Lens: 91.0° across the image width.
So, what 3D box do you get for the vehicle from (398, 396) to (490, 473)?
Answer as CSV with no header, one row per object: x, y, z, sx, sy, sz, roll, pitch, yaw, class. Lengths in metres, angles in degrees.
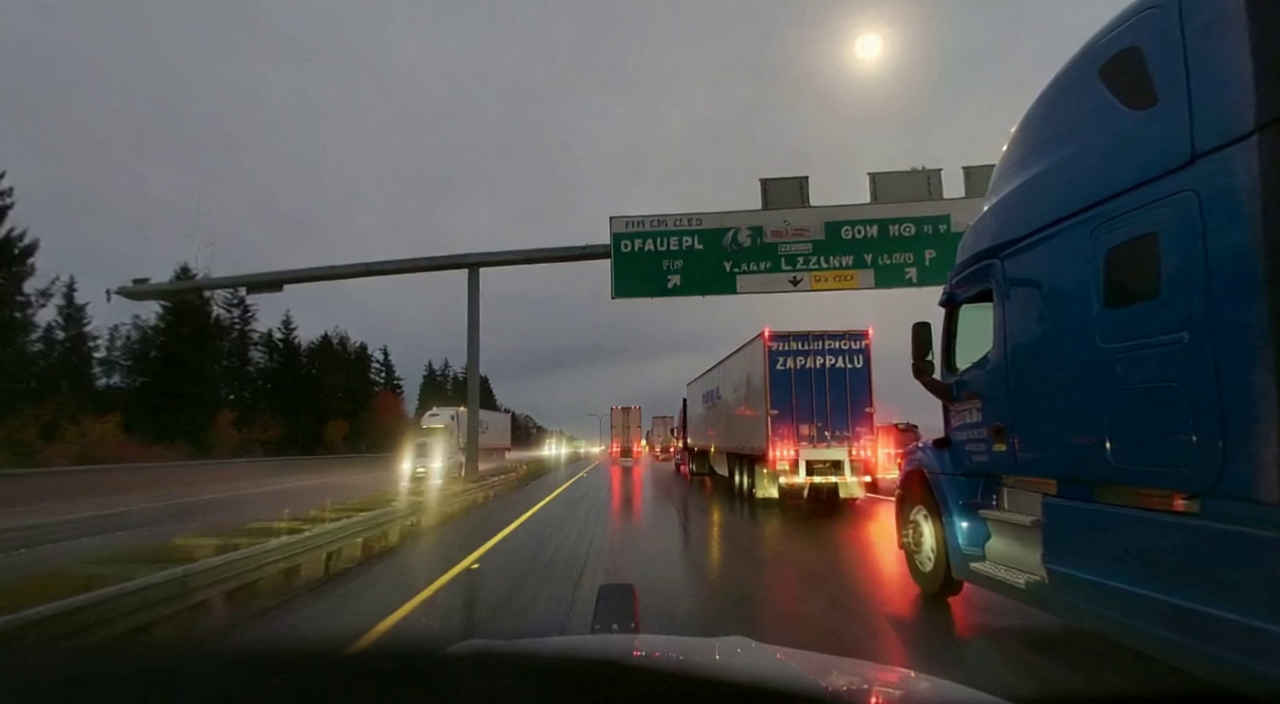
-13.497,5.952,44.837,2.972,4.669,12.286,0,-8,-2,vehicle

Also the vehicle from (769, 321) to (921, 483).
4.079,1.054,12.943,2.244,3.047,2.035,0,-8,-2,vehicle

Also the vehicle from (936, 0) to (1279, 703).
4.023,-0.177,2.065,2.951,3.857,5.902,0,-8,-1,vehicle

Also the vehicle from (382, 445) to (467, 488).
-9.007,4.800,26.763,2.045,1.603,4.731,0,-8,-1,vehicle

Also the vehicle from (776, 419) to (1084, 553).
4.355,1.827,9.366,4.253,1.543,2.045,4,-9,-31,vehicle

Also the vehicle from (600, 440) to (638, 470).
-1.111,5.532,34.045,1.943,1.491,3.459,0,-8,-1,vehicle
